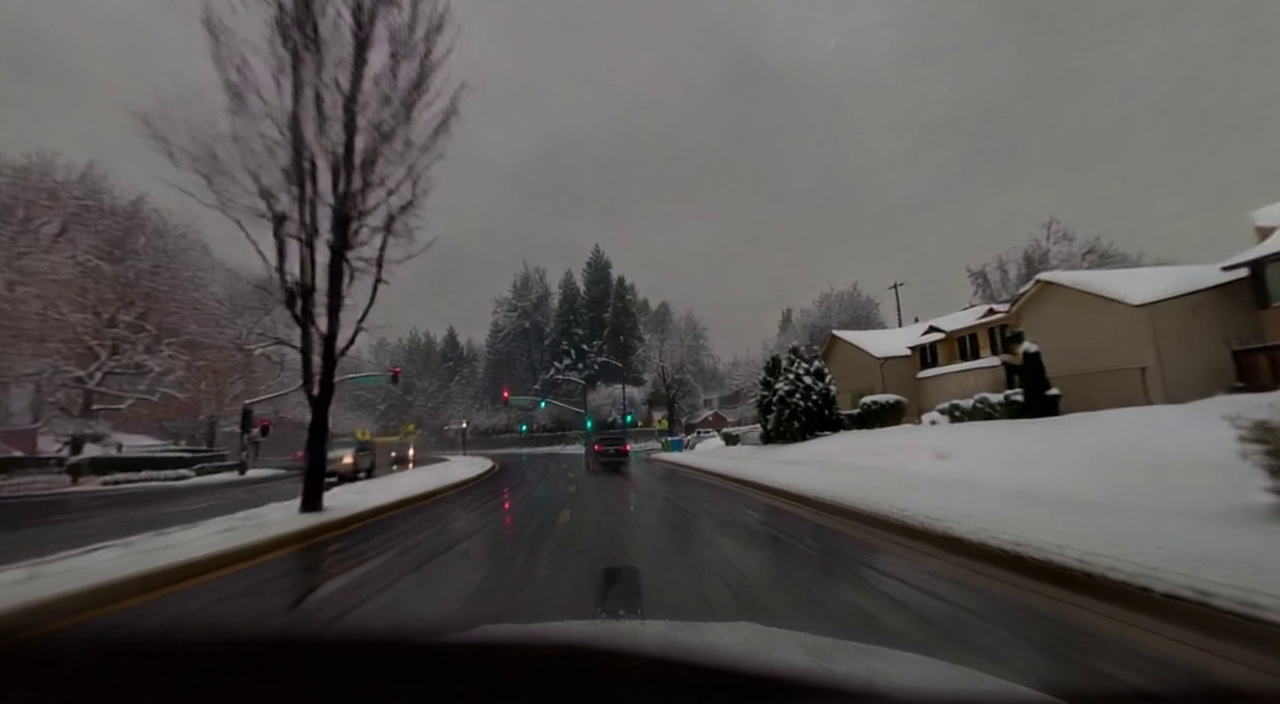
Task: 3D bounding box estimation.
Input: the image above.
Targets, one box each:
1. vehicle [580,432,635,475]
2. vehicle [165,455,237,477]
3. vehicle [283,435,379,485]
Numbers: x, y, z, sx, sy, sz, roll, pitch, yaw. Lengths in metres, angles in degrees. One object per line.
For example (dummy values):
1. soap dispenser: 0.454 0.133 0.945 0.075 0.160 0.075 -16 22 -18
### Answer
1. vehicle: -1.516 4.476 27.934 1.990 1.707 4.225 1 -9 -9
2. vehicle: -34.643 8.965 49.958 4.271 1.640 2.033 4 -9 -25
3. vehicle: -13.690 4.800 28.448 2.259 1.973 5.712 1 -9 -9
